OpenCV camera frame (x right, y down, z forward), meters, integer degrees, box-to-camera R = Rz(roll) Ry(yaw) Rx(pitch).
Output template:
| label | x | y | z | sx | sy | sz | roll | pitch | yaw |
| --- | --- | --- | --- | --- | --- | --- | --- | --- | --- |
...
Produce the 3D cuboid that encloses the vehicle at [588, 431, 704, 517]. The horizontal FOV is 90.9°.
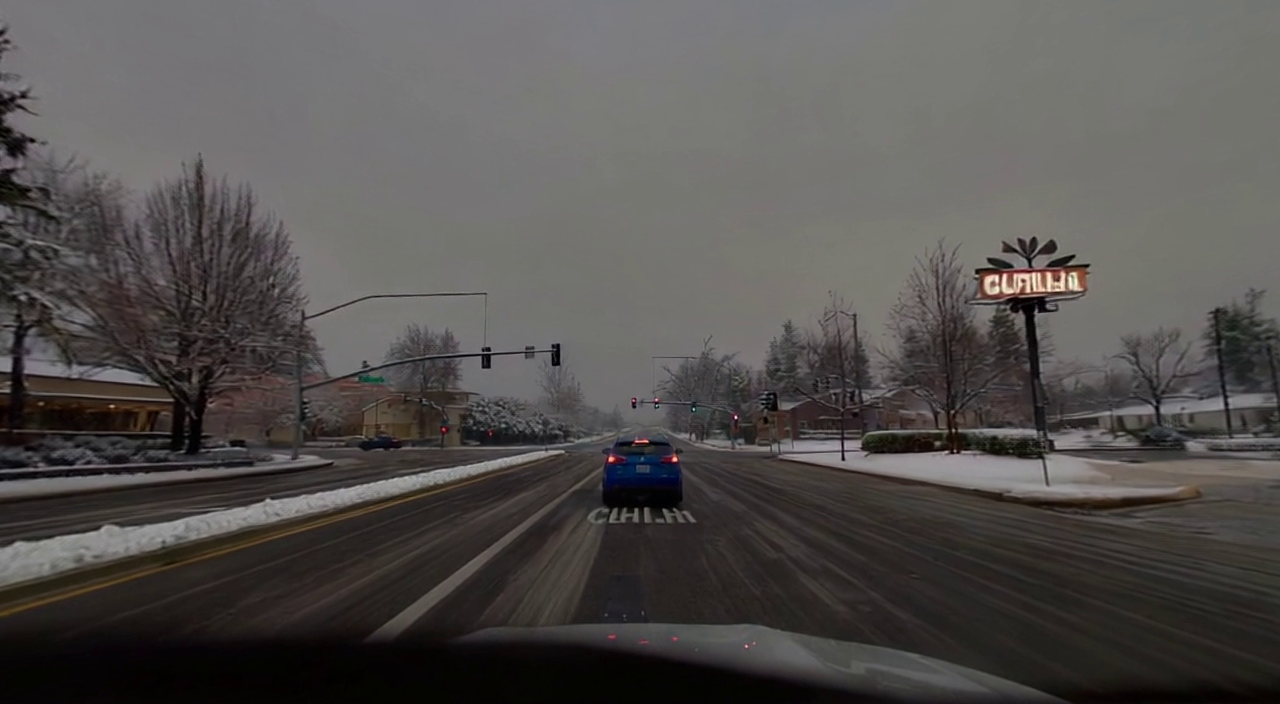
| label | x | y | z | sx | sy | sz | roll | pitch | yaw |
| --- | --- | --- | --- | --- | --- | --- | --- | --- | --- |
| vehicle | 0.068 | 2.464 | 13.304 | 2.028 | 1.478 | 4.545 | 0 | -8 | -1 |
